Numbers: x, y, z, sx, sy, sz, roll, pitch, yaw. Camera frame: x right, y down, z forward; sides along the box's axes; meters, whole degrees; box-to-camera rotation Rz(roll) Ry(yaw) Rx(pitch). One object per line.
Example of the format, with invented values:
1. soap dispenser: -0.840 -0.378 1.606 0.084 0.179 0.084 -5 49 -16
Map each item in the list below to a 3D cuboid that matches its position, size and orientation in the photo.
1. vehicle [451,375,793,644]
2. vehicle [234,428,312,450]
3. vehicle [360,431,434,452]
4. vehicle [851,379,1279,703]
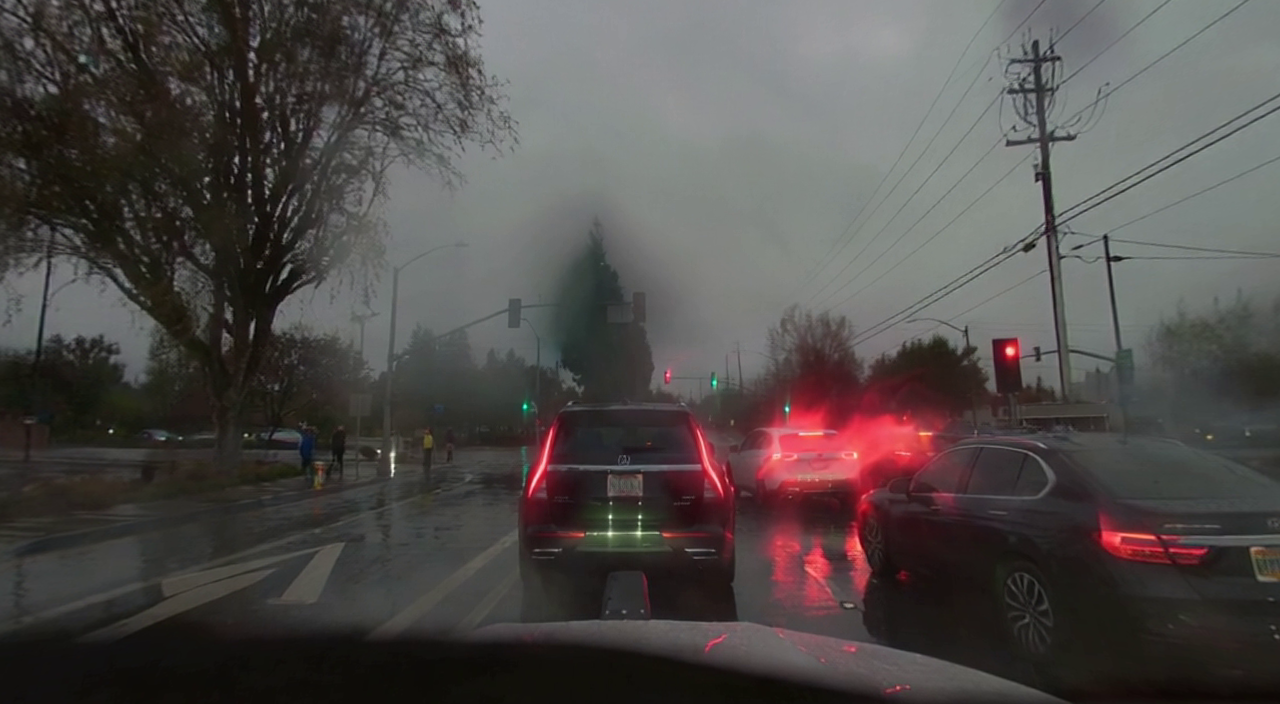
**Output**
1. vehicle: -0.167 1.371 6.524 2.271 1.786 4.443 0 -8 -1
2. vehicle: -27.392 6.525 47.187 4.587 1.639 1.878 0 -8 0
3. vehicle: -17.790 6.562 46.345 4.607 1.478 1.995 0 -8 0
4. vehicle: 3.548 1.299 5.503 1.948 1.677 4.437 0 -8 1
